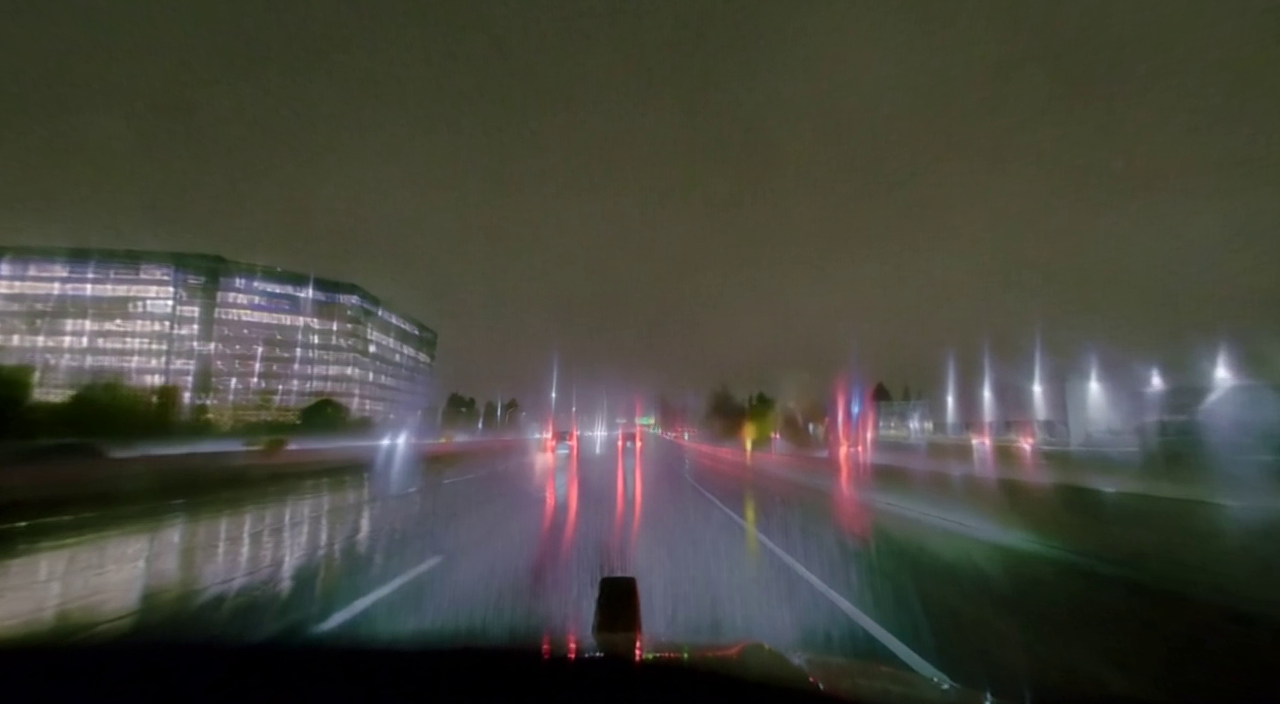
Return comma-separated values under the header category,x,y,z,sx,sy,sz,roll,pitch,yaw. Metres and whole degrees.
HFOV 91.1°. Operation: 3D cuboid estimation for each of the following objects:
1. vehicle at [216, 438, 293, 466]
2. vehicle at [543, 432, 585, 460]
category,x,y,z,sx,sy,sz,roll,pitch,yaw
vehicle,-21.050,5.442,34.489,1.775,1.458,3.812,0,-8,0
vehicle,-4.647,5.793,38.943,2.036,1.612,4.510,0,-8,0
